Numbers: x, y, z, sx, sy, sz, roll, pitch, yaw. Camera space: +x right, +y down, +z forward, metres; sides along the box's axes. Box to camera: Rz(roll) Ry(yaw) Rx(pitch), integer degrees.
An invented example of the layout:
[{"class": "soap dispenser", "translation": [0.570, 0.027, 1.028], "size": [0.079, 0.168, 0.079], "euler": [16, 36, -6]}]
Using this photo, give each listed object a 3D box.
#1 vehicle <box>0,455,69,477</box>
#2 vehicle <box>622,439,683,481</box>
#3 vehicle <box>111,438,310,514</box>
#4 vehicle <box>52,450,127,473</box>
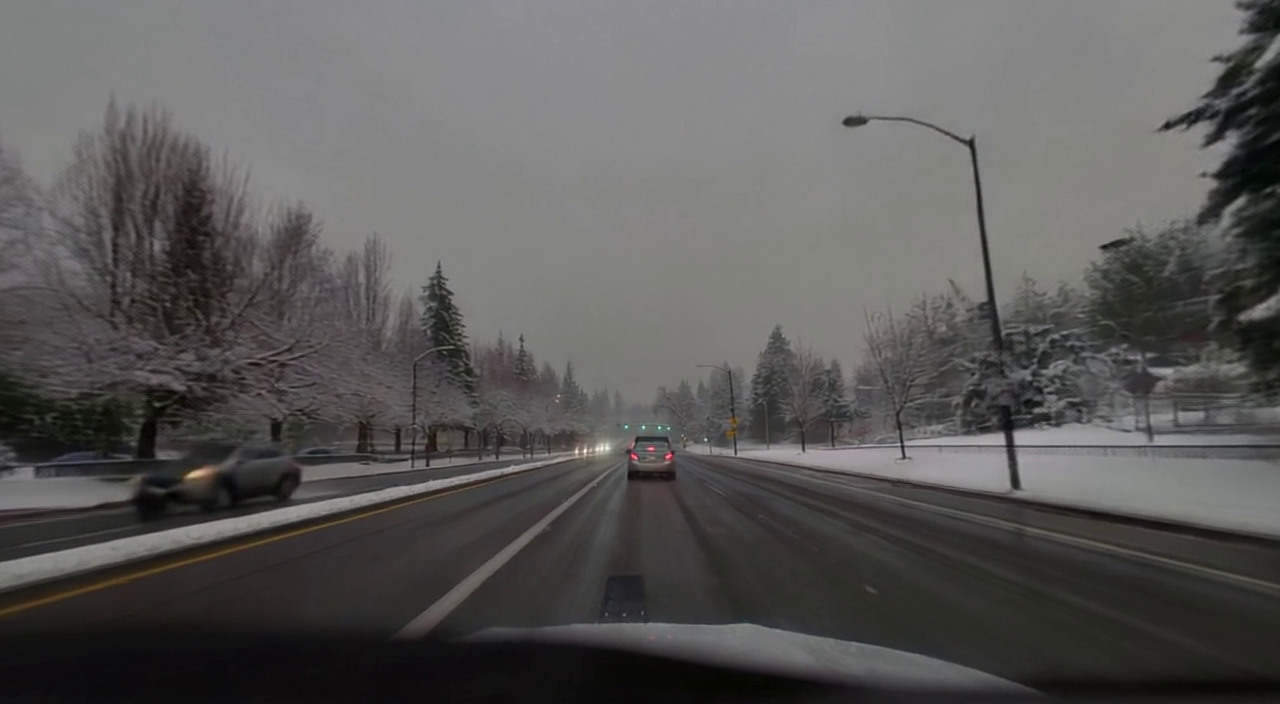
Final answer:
[{"class": "vehicle", "translation": [-42.999, 7.991, 44.350], "size": [4.100, 1.440, 1.703], "euler": [-1, -8, 3]}, {"class": "vehicle", "translation": [0.413, 4.010, 23.696], "size": [2.093, 1.442, 3.977], "euler": [0, -8, -1]}, {"class": "vehicle", "translation": [-12.090, 3.479, 18.320], "size": [2.259, 1.867, 4.875], "euler": [0, -8, 1]}, {"class": "vehicle", "translation": [-42.962, 8.532, 49.272], "size": [4.057, 1.666, 1.849], "euler": [0, -8, 1]}]
